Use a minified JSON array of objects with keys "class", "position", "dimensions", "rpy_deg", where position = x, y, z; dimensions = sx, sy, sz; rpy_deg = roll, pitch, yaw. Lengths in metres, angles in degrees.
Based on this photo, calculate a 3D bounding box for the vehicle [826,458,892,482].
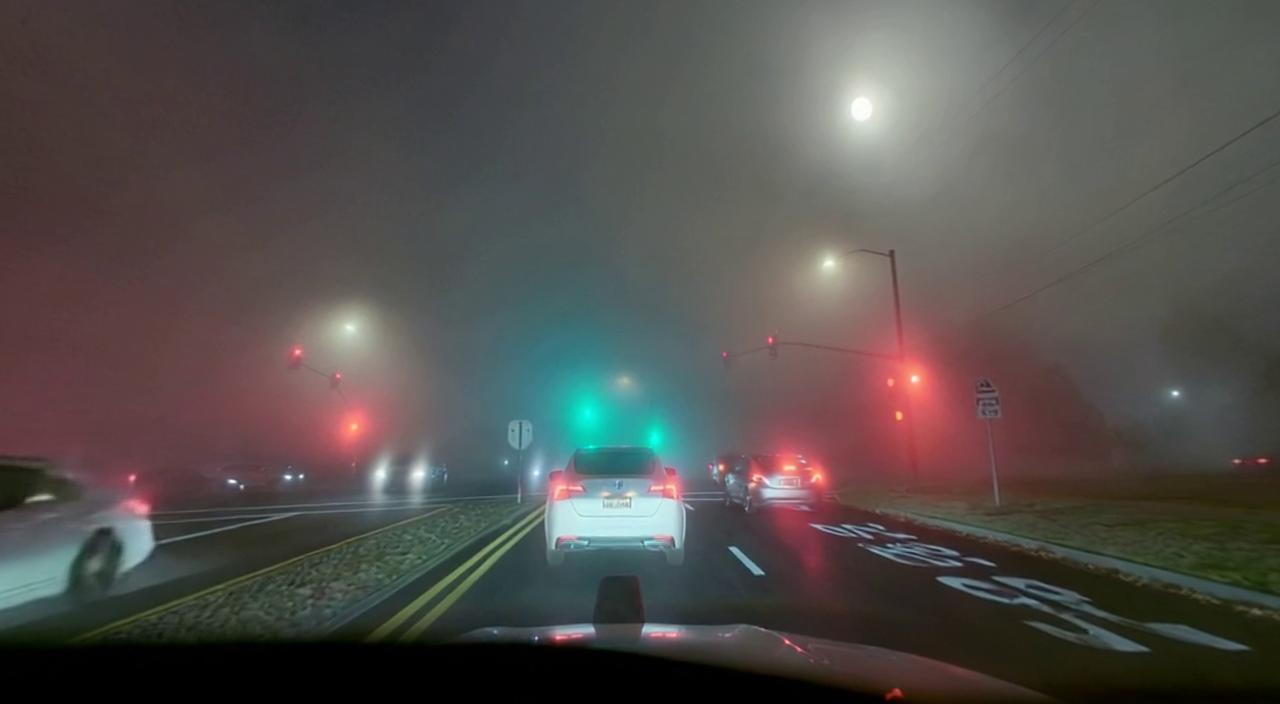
[{"class":"vehicle","position":[16.503,8.877,47.546],"dimensions":[4.337,1.637,1.860],"rpy_deg":[2,-9,-16]}]

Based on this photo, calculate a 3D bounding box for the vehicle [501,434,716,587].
[{"class":"vehicle","position":[-0.345,1.884,8.424],"dimensions":[2.112,1.479,4.264],"rpy_deg":[0,-9,-1]}]

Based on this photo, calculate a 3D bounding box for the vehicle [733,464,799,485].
[{"class":"vehicle","position":[9.076,8.805,45.528],"dimensions":[4.254,1.359,1.895],"rpy_deg":[2,-9,-16]}]

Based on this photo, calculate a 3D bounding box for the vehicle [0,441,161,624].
[{"class":"vehicle","position":[-6.154,1.376,4.568],"dimensions":[2.073,1.459,4.495],"rpy_deg":[0,-9,-4]}]

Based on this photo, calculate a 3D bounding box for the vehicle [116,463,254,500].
[{"class":"vehicle","position":[-20.111,5.730,28.166],"dimensions":[4.548,1.449,1.802],"rpy_deg":[2,-9,-13]}]

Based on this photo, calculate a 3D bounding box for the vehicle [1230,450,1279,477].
[{"class":"vehicle","position":[37.730,6.596,37.427],"dimensions":[4.601,1.485,1.929],"rpy_deg":[3,-9,-18]}]

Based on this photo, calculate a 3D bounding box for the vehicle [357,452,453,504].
[{"class":"vehicle","position":[-7.880,4.225,21.700],"dimensions":[2.078,1.534,4.646],"rpy_deg":[1,-9,-8]}]
